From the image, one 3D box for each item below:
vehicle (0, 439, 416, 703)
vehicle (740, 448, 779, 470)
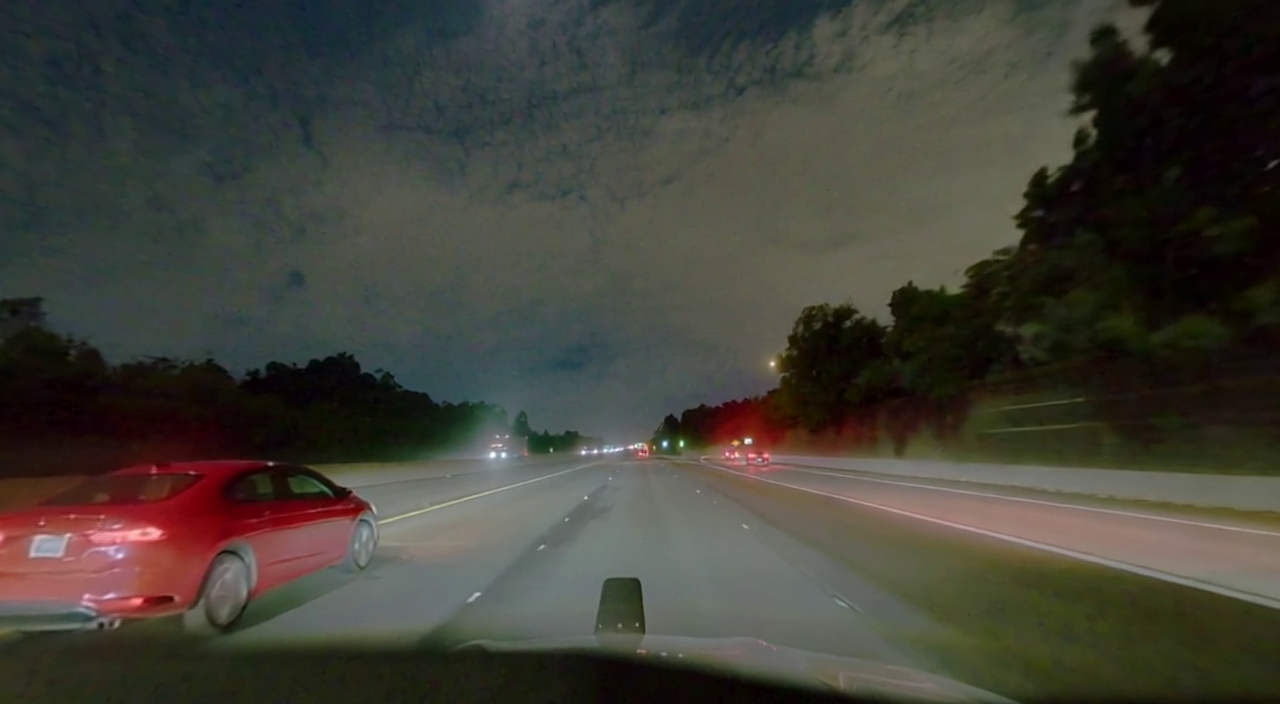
[{"bbox_3d":[-3.811,1.549,5.661,1.873,1.438,4.546,0,-9,1],"label":"vehicle"},{"bbox_3d":[8.558,7.680,45.516,1.884,1.485,4.600,0,-9,0],"label":"vehicle"}]
